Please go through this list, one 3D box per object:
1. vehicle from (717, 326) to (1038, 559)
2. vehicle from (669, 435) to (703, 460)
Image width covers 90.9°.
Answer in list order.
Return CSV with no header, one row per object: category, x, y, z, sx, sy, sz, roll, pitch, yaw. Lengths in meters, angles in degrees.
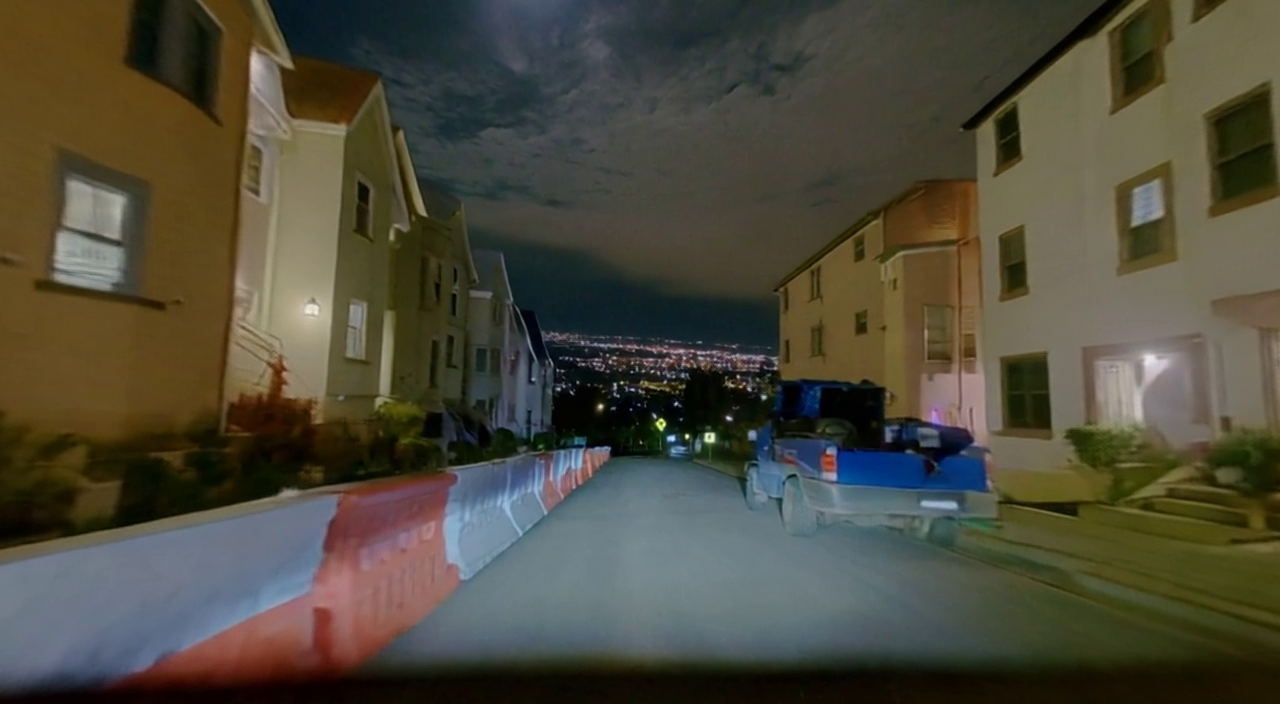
vehicle,3.240,1.476,10.753,2.879,2.801,6.142,0,-8,-2
vehicle,3.361,7.102,47.124,2.066,1.739,4.234,0,-8,-2
